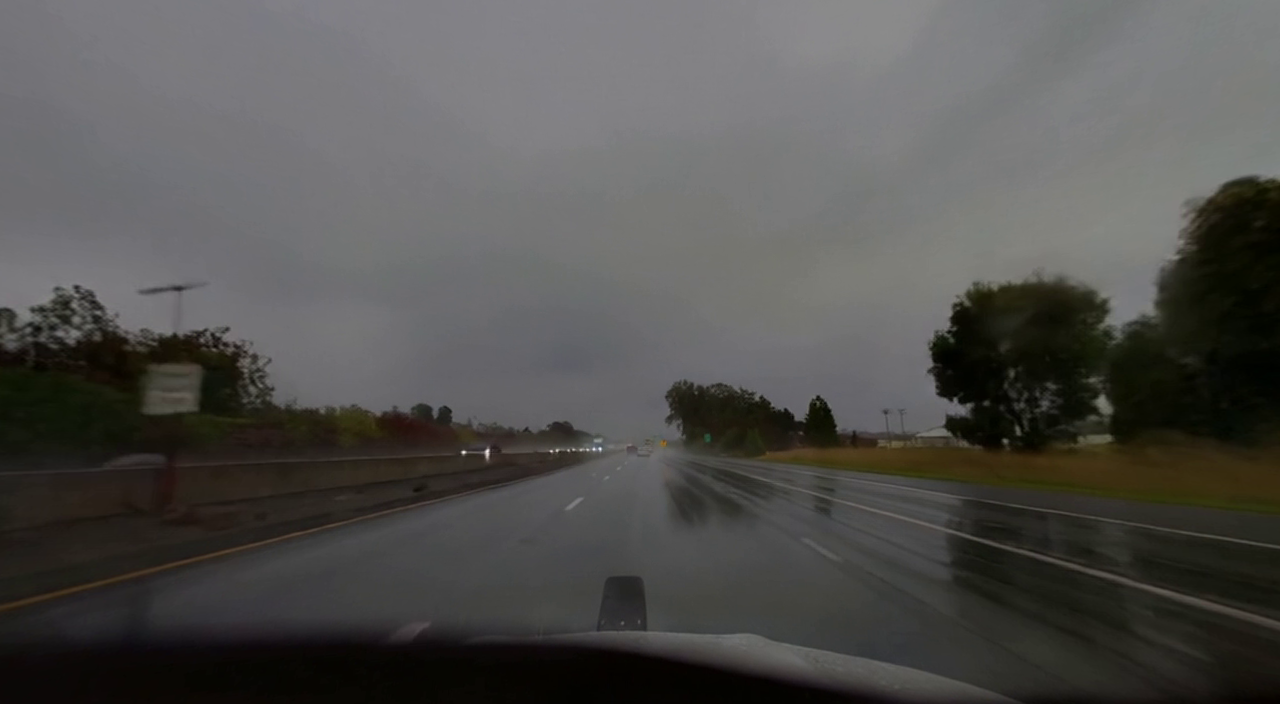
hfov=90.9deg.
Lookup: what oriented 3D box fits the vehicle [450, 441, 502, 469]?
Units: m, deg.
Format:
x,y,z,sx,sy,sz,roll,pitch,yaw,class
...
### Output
x,y,z,sx,sy,sz,roll,pitch,yaw,class
-11.866,7.480,46.047,2.197,1.891,5.624,0,-9,1,vehicle
